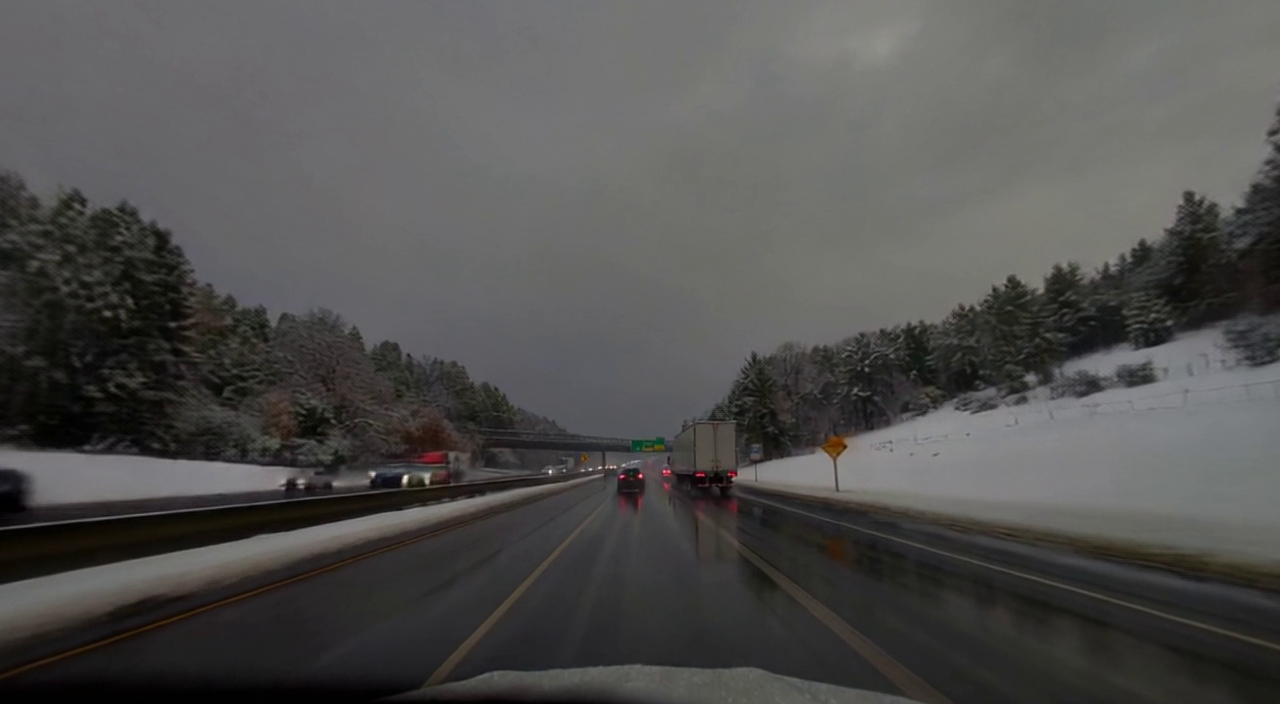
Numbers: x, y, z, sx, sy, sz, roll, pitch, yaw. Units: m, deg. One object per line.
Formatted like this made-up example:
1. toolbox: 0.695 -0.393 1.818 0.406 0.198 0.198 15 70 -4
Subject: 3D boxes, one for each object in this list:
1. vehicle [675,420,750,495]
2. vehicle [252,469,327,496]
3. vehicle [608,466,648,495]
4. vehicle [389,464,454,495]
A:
1. vehicle: 4.349 7.055 41.665 3.218 4.001 14.492 1 -10 0
2. vehicle: -20.460 7.618 36.993 1.808 1.473 4.416 1 -10 1
3. vehicle: -0.644 6.970 34.255 2.010 1.436 3.973 1 -10 -1
4. vehicle: -12.711 7.449 37.061 2.035 1.634 4.727 1 -10 1
